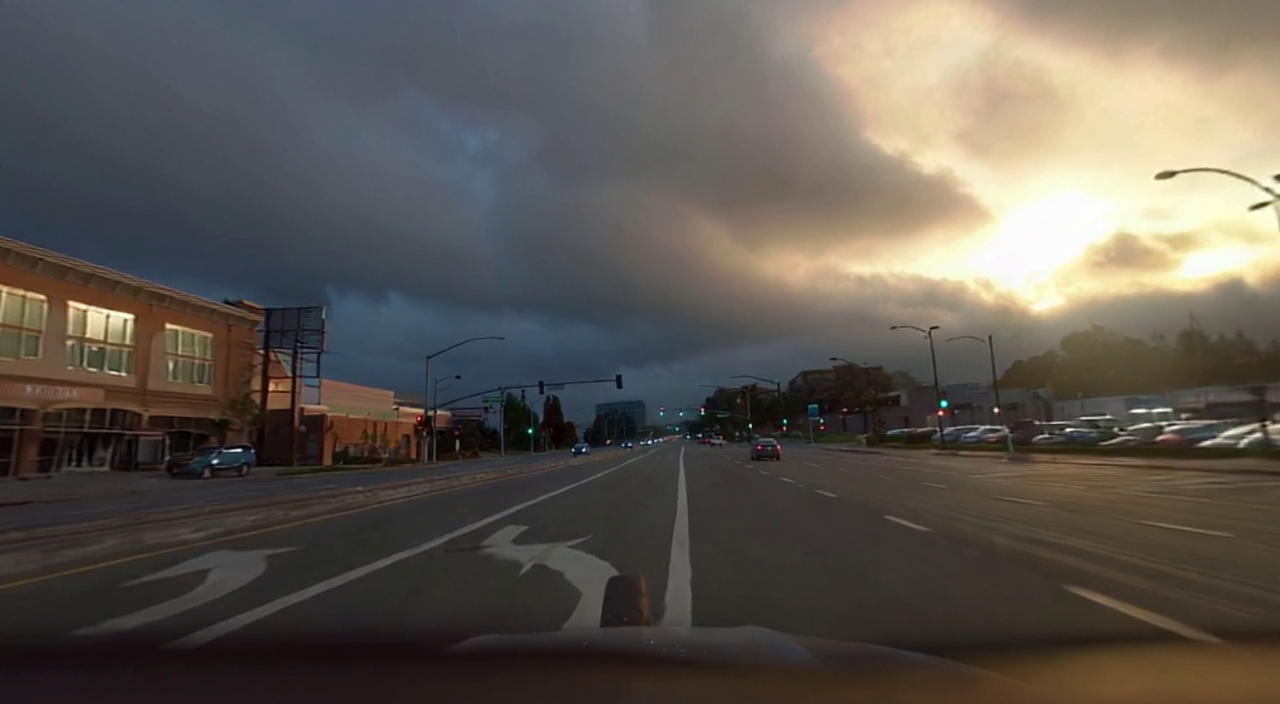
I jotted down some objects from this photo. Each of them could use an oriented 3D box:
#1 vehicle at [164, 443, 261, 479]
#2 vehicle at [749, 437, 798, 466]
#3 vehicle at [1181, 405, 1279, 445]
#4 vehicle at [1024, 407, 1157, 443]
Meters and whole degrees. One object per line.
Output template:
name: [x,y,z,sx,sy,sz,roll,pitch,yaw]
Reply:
vehicle: [-28.473,7.248,42.298,2.298,2.186,5.973,0,-9,1]
vehicle: [7.481,5.618,35.651,2.038,1.528,4.259,-1,-9,3]
vehicle: [28.800,3.475,29.880,4.326,1.788,1.984,-1,-9,2]
vehicle: [29.745,4.887,41.845,6.608,2.249,2.726,-1,-9,2]
